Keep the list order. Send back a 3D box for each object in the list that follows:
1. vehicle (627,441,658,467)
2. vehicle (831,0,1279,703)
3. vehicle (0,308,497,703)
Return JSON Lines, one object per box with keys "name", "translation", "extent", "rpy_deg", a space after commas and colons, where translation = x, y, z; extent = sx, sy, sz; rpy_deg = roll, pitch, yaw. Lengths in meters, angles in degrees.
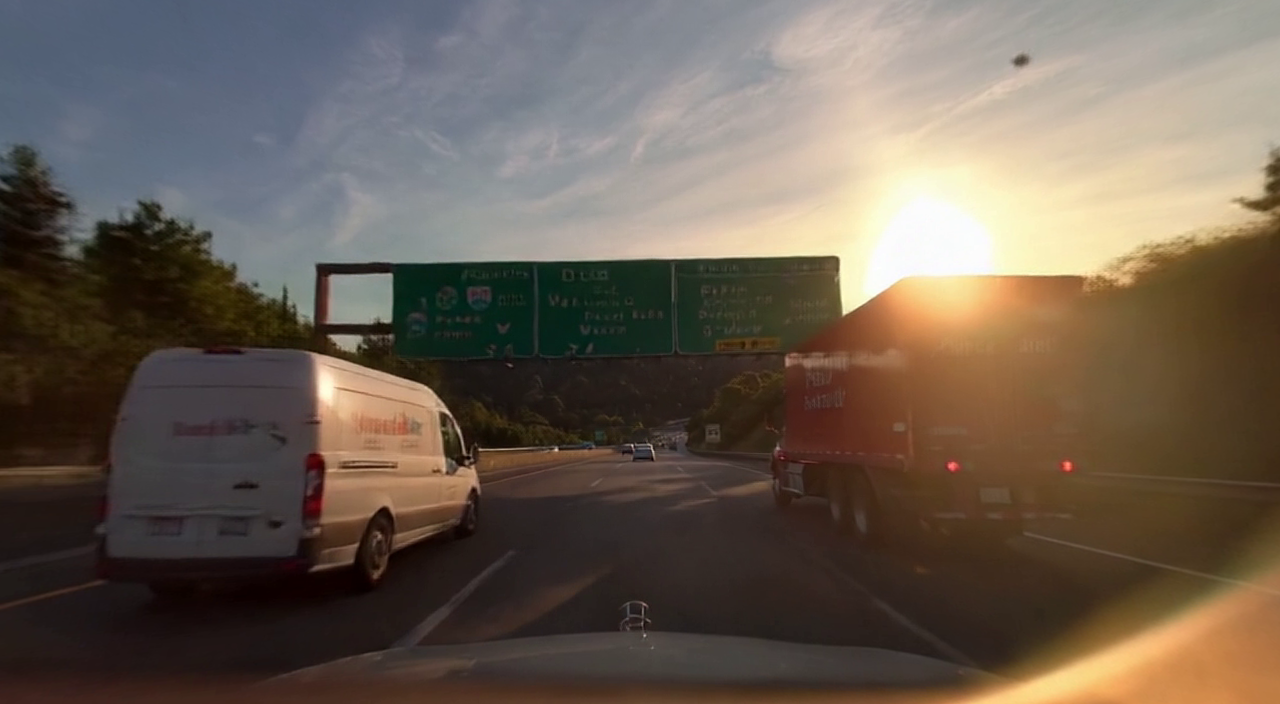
{"name": "vehicle", "translation": [0.169, 7.087, 43.948], "extent": [2.067, 1.690, 3.901], "rpy_deg": [0, -9, 0]}
{"name": "vehicle", "translation": [4.277, -0.418, 1.973], "extent": [3.011, 4.028, 13.890], "rpy_deg": [0, -9, 0]}
{"name": "vehicle", "translation": [-3.289, 1.179, 5.861], "extent": [2.572, 1.927, 5.803], "rpy_deg": [0, -9, 0]}
